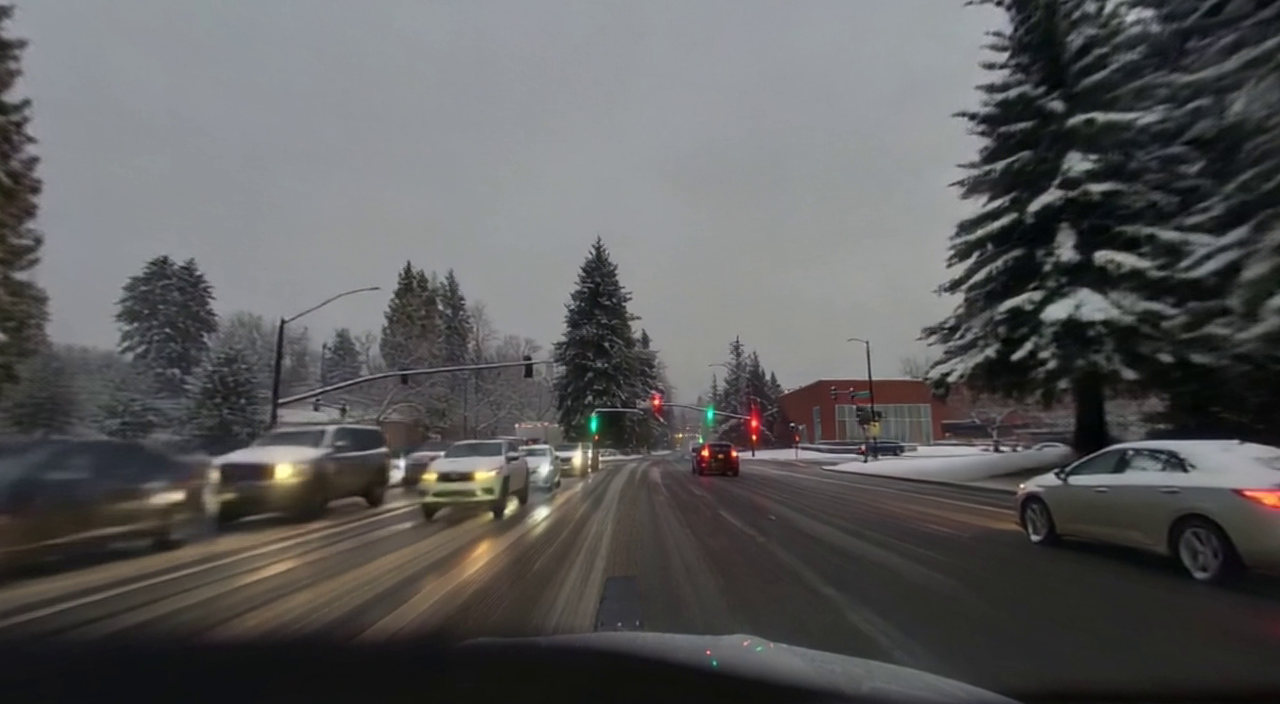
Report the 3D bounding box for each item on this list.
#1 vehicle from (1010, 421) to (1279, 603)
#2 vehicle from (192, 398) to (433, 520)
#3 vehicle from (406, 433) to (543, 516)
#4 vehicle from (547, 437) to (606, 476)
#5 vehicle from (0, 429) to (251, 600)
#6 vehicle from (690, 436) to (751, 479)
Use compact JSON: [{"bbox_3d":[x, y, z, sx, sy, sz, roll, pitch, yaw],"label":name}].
[{"bbox_3d":[6.715,1.710,7.485,2.000,1.618,4.238,0,-9,-1],"label":"vehicle"},{"bbox_3d":[-6.721,2.315,14.086,2.141,2.111,5.940,0,-9,0],"label":"vehicle"},{"bbox_3d":[-3.547,2.703,14.440,1.948,1.595,4.256,0,-9,0],"label":"vehicle"},{"bbox_3d":[-3.021,5.131,31.281,2.313,1.752,6.152,0,-9,0],"label":"vehicle"},{"bbox_3d":[-6.598,1.633,6.906,1.970,1.483,4.269,0,-9,0],"label":"vehicle"},{"bbox_3d":[3.554,4.778,28.765,2.095,1.759,4.862,0,-9,-1],"label":"vehicle"}]
